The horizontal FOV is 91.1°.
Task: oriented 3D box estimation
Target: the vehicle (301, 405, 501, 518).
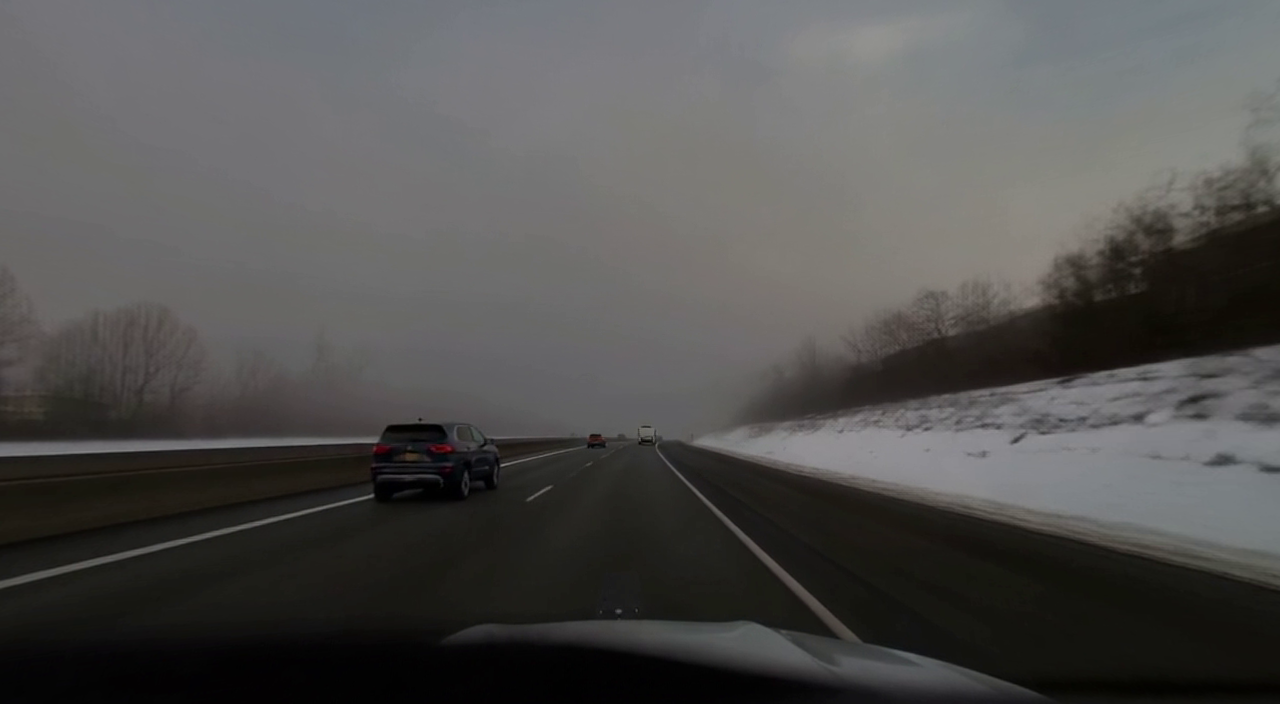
[{"bbox_3d":[-4.057,1.930,11.607,2.018,1.678,4.312,0,-8,0],"label":"vehicle"}]
